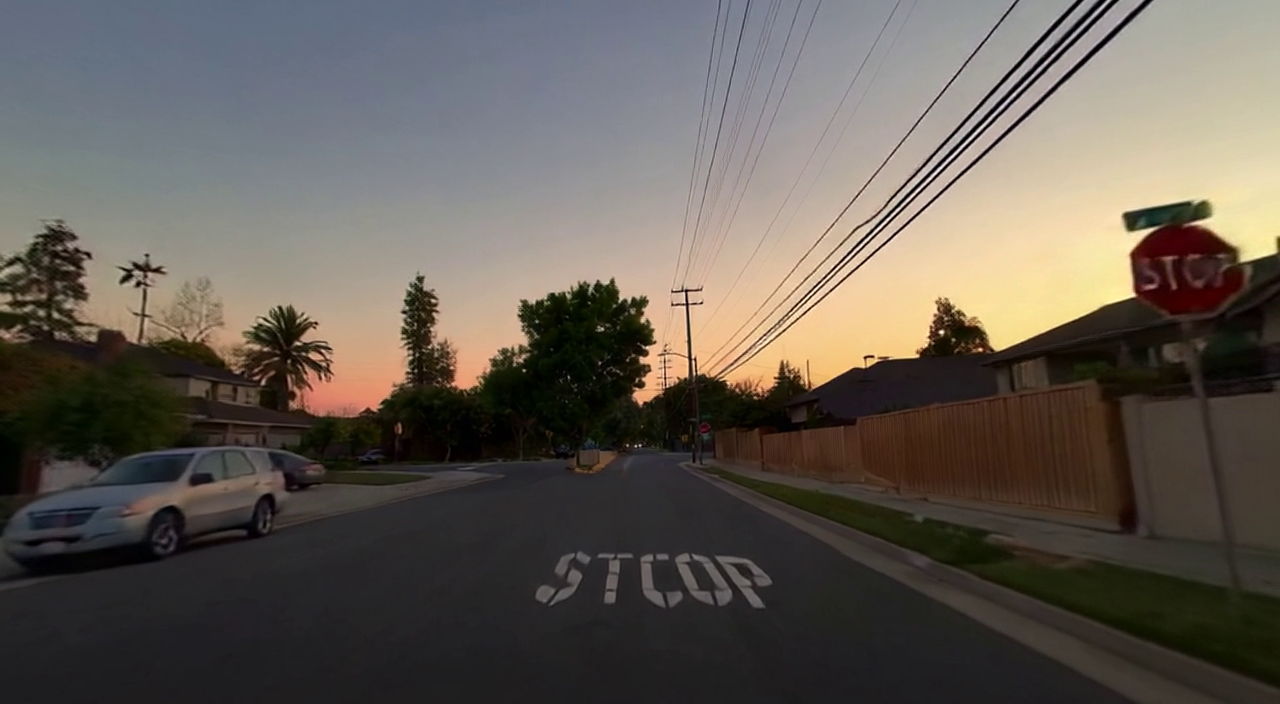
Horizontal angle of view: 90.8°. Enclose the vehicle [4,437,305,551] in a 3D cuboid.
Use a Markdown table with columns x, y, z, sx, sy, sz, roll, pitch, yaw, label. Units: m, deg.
| x | y | z | sx | sy | sz | roll | pitch | yaw | label |
| --- | --- | --- | --- | --- | --- | --- | --- | --- | --- |
| -8.488 | 2.449 | 11.633 | 2.047 | 1.679 | 3.948 | -1 | -9 | 8 | vehicle |
